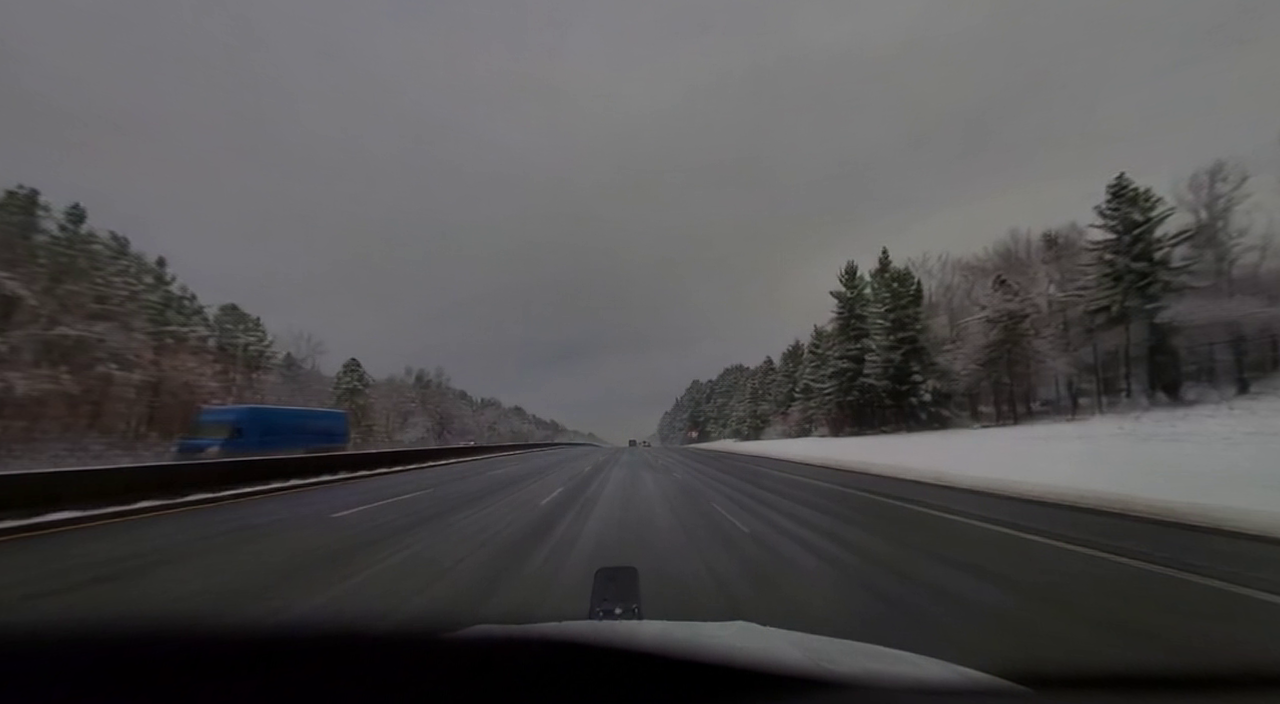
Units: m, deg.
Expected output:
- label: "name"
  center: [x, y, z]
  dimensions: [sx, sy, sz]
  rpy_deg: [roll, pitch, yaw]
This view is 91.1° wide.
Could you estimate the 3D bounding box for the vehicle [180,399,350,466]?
- label: "vehicle"
  center: [-28.007, 6.307, 48.913]
  dimensions: [3.237, 4.301, 16.964]
  rpy_deg: [0, -8, -2]
